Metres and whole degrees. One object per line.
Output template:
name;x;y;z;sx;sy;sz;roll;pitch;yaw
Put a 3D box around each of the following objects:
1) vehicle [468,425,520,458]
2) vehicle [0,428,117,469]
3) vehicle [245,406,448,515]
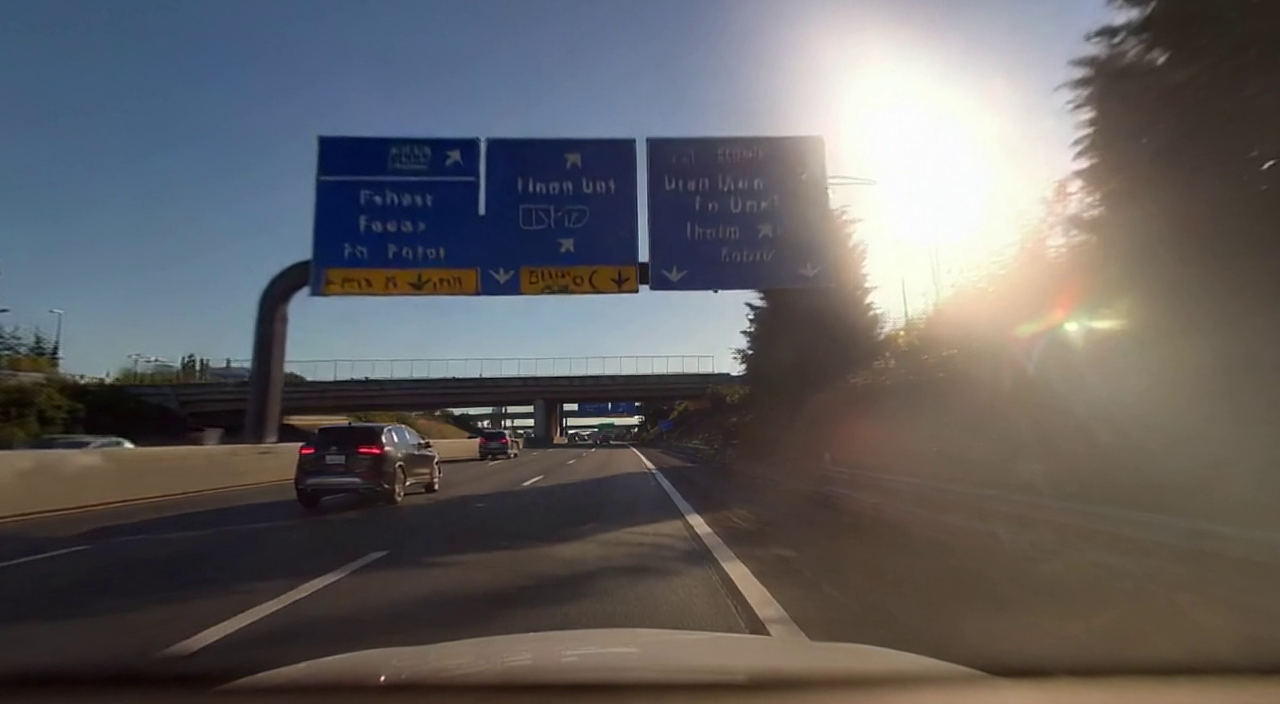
vehicle;-8.953;5.529;39.053;2.169;1.844;5.154;1;-8;-2
vehicle;-24.494;3.961;26.013;2.090;1.531;4.182;0;-8;-1
vehicle;-5.346;2.014;12.173;2.007;1.727;4.040;0;-8;-1
